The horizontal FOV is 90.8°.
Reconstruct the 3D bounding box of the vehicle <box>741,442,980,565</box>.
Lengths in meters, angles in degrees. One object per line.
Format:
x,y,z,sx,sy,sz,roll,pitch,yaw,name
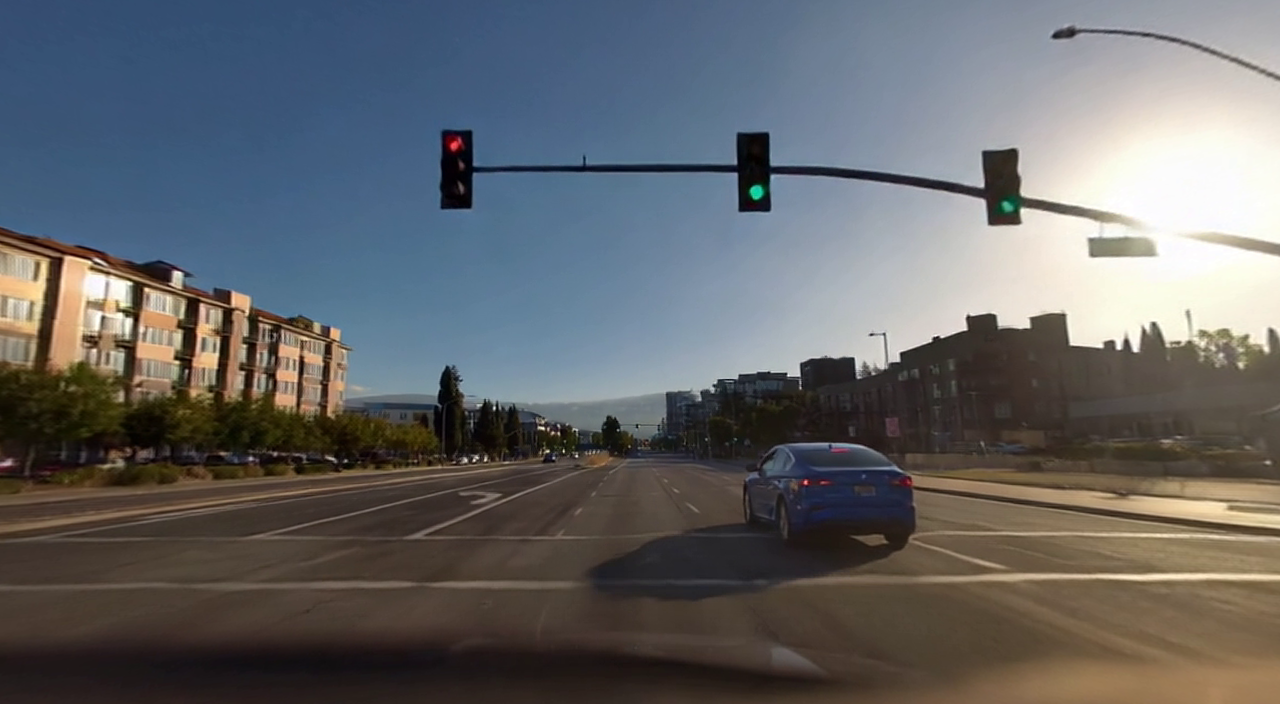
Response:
3.041,2.180,9.995,2.015,1.455,4.615,0,-9,-2,vehicle
